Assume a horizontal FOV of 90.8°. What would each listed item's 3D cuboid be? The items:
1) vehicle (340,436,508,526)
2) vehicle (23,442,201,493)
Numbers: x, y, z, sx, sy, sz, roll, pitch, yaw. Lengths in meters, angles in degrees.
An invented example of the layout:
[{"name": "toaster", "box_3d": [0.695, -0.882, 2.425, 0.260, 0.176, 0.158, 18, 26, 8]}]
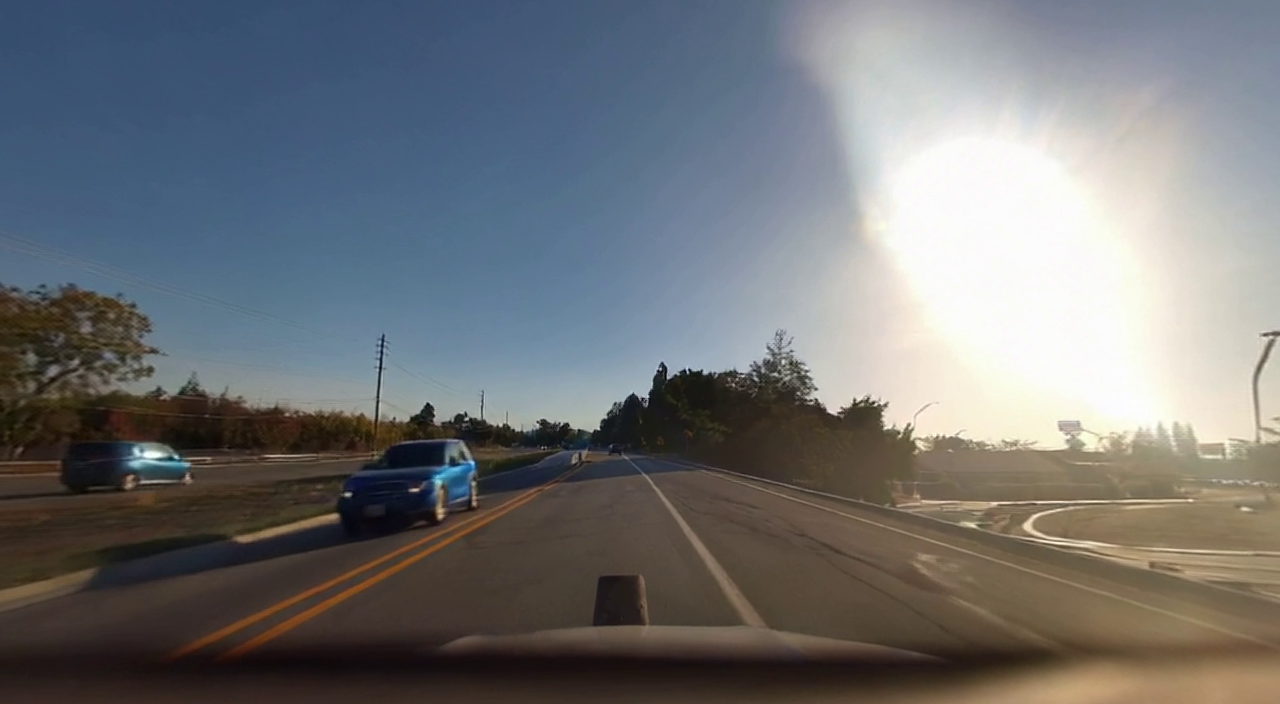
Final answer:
[{"name": "vehicle", "box_3d": [-4.113, 2.492, 12.747, 1.722, 1.523, 3.736, -1, -8, 6]}, {"name": "vehicle", "box_3d": [-17.520, 3.838, 21.337, 2.036, 1.525, 4.677, 0, -9, -1]}]
